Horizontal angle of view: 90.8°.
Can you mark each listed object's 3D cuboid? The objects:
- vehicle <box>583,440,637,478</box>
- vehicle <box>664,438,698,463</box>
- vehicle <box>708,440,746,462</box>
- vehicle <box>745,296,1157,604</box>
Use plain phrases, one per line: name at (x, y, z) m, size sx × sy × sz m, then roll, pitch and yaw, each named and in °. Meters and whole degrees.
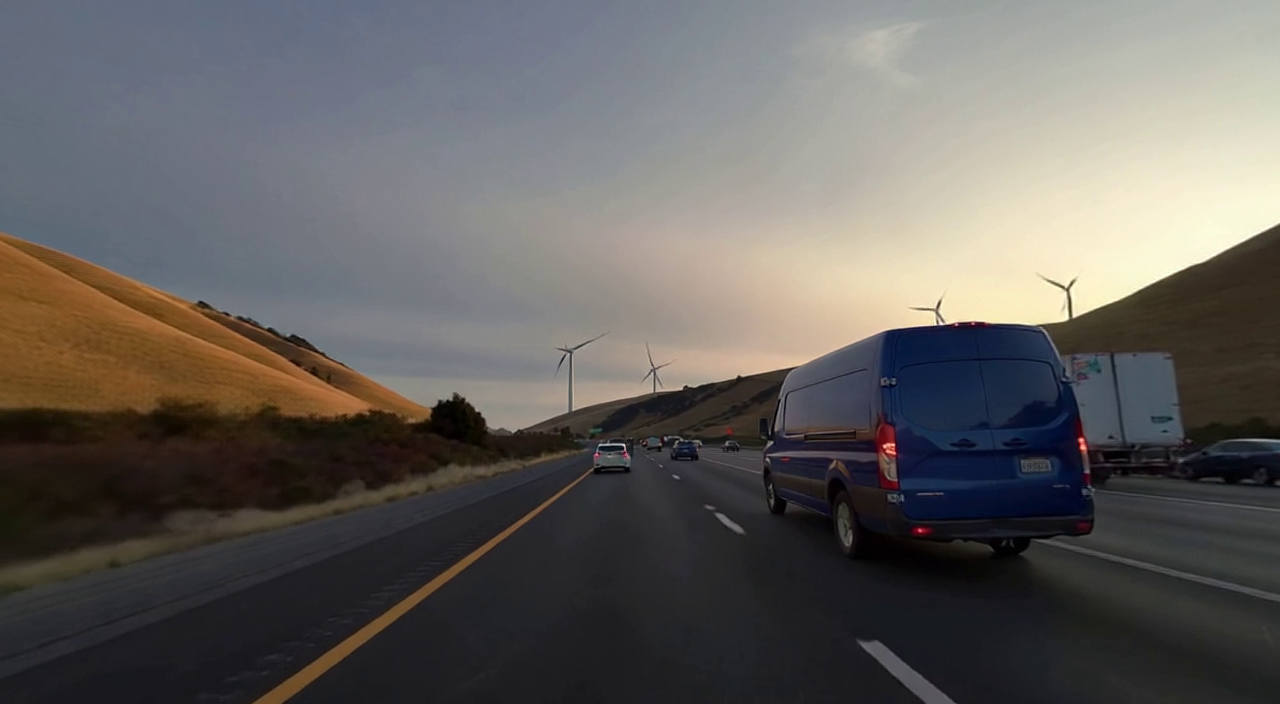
vehicle at (-1.160, 4.402, 26.182) m, size 2.082 × 1.445 × 3.826 m, roll 0°, pitch -8°, yaw -1°
vehicle at (2.934, 7.092, 45.770) m, size 2.108 × 1.717 × 3.996 m, roll 0°, pitch -8°, yaw -1°
vehicle at (6.328, 7.250, 46.355) m, size 1.958 × 1.514 × 4.930 m, roll 0°, pitch -8°, yaw -1°
vehicle at (3.121, 1.227, 8.335) m, size 2.365 × 2.630 × 5.754 m, roll 0°, pitch -8°, yaw -1°
